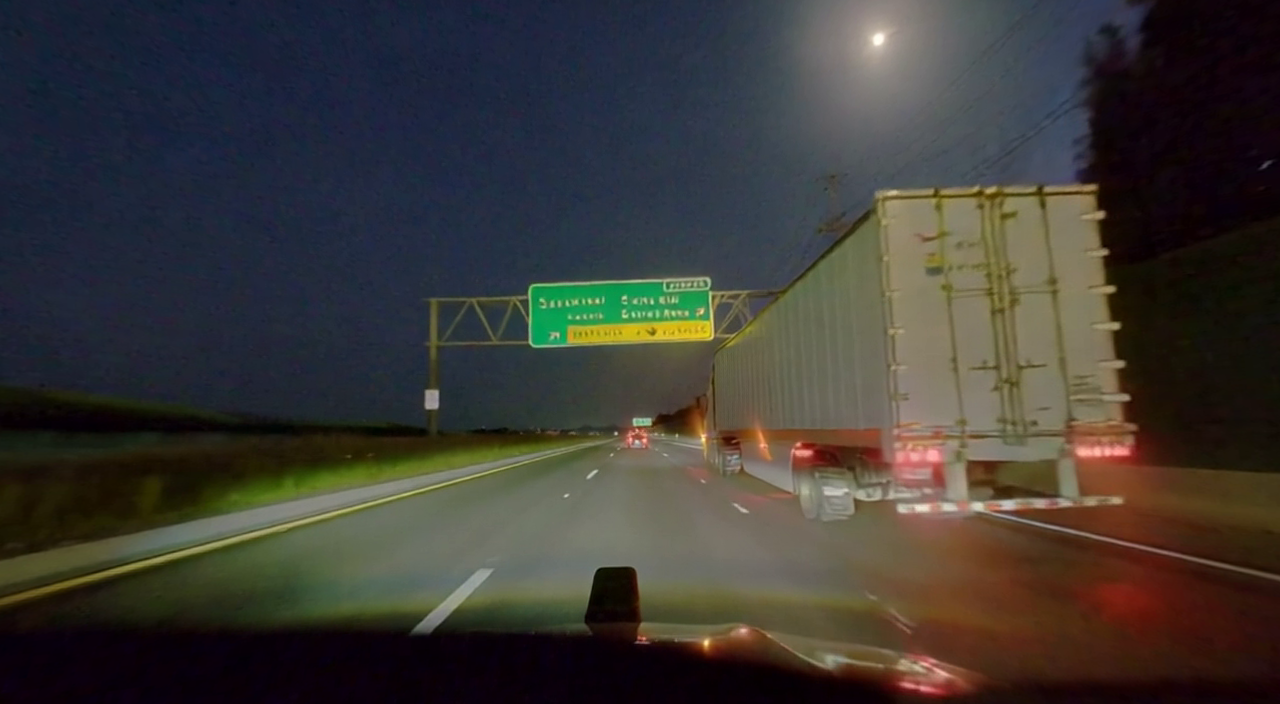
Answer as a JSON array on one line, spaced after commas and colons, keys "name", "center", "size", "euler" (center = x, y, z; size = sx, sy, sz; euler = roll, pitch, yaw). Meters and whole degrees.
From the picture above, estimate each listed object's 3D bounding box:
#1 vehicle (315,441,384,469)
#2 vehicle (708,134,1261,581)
[{"name": "vehicle", "center": [-16.092, 5.707, 35.185], "size": [1.812, 1.475, 4.361], "euler": [0, -8, -1]}, {"name": "vehicle", "center": [3.649, 0.849, 12.125], "size": [2.944, 3.973, 13.227], "euler": [0, -8, -1]}]
